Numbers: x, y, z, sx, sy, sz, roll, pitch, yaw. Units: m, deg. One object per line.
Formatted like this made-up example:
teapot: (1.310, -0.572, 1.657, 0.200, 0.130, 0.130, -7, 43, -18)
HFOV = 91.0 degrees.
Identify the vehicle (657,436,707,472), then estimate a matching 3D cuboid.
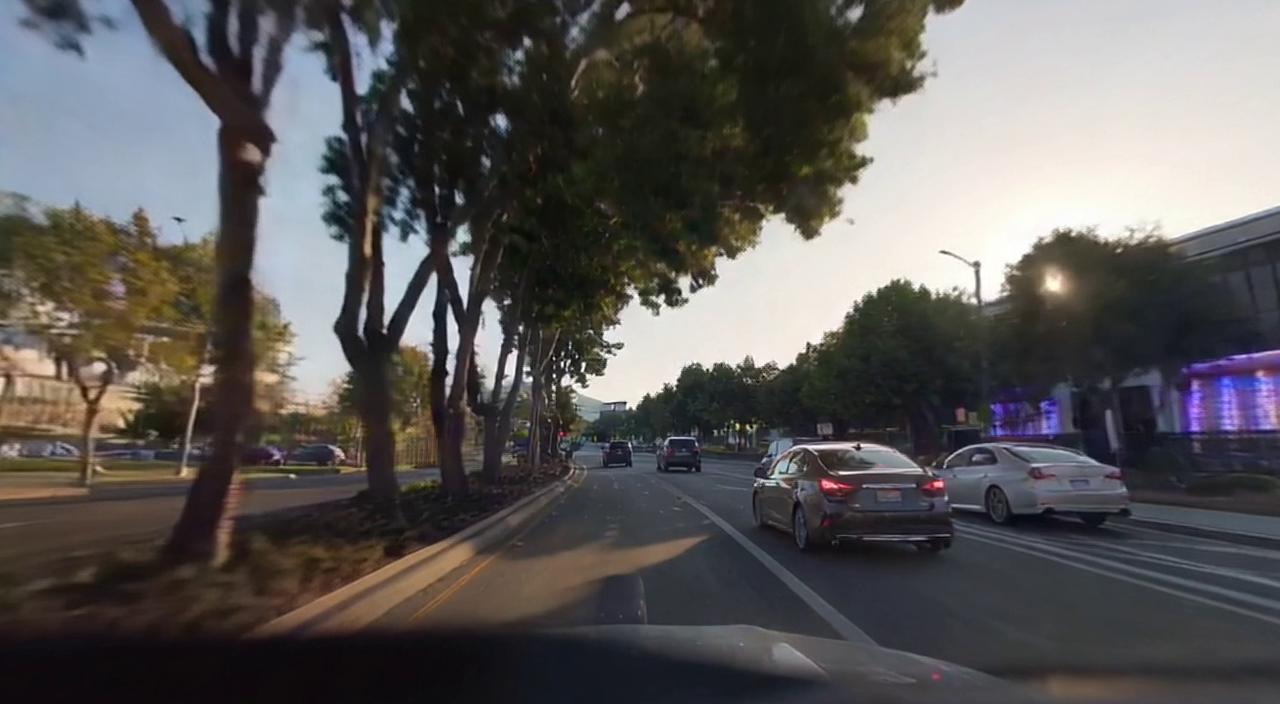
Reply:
vehicle: (2.101, 5.269, 32.676, 2.000, 1.745, 4.206, 1, -8, -4)

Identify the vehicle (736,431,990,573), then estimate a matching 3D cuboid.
vehicle: (2.657, 1.879, 8.743, 1.883, 1.452, 4.258, 0, -8, -1)

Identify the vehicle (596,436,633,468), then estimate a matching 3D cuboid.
vehicle: (-1.617, 6.016, 38.036, 2.051, 1.798, 4.168, 1, -8, -5)

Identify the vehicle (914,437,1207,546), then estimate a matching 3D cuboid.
vehicle: (6.649, 2.205, 10.706, 1.917, 1.457, 4.274, 0, -8, -2)
